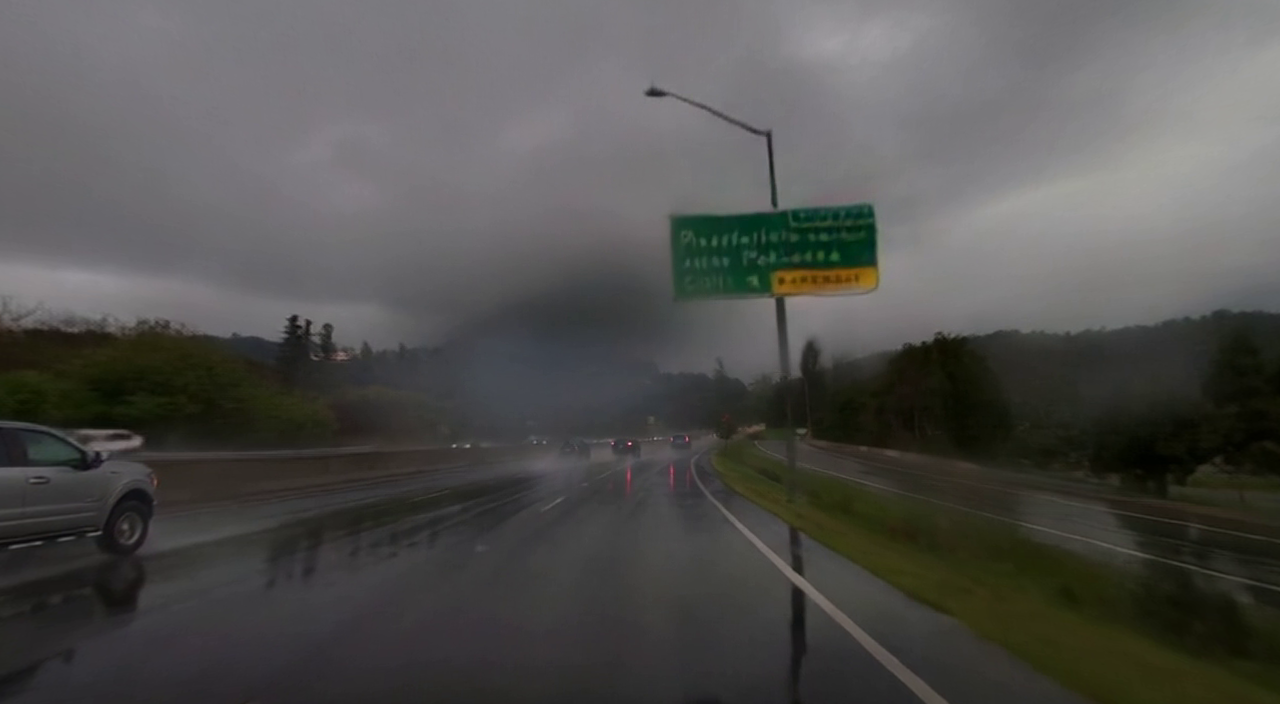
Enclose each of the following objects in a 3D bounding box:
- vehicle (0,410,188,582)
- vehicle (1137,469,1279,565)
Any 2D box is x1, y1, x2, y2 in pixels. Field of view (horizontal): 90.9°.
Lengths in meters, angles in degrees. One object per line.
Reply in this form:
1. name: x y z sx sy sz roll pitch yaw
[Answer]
1. vehicle: -7.071 1.366 5.952 1.923 1.630 4.857 0 -8 1
2. vehicle: 26.321 7.089 28.055 2.749 3.380 6.690 0 -8 -1
